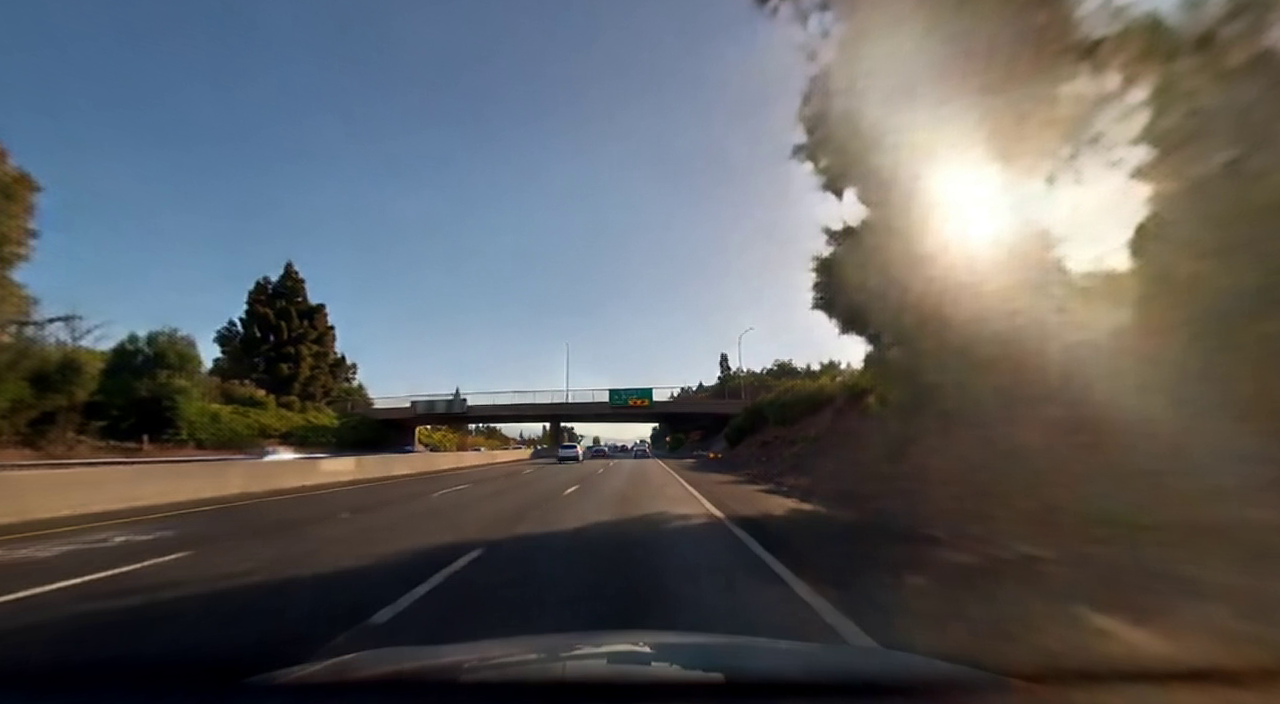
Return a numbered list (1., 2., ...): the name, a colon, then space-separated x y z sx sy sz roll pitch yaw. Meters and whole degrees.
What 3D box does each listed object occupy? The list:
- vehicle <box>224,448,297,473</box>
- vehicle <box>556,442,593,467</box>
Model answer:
1. vehicle: -24.679 7.049 41.138 1.860 1.541 4.493 0 -9 1
2. vehicle: -4.325 6.831 42.071 1.916 1.545 4.757 0 -9 0
